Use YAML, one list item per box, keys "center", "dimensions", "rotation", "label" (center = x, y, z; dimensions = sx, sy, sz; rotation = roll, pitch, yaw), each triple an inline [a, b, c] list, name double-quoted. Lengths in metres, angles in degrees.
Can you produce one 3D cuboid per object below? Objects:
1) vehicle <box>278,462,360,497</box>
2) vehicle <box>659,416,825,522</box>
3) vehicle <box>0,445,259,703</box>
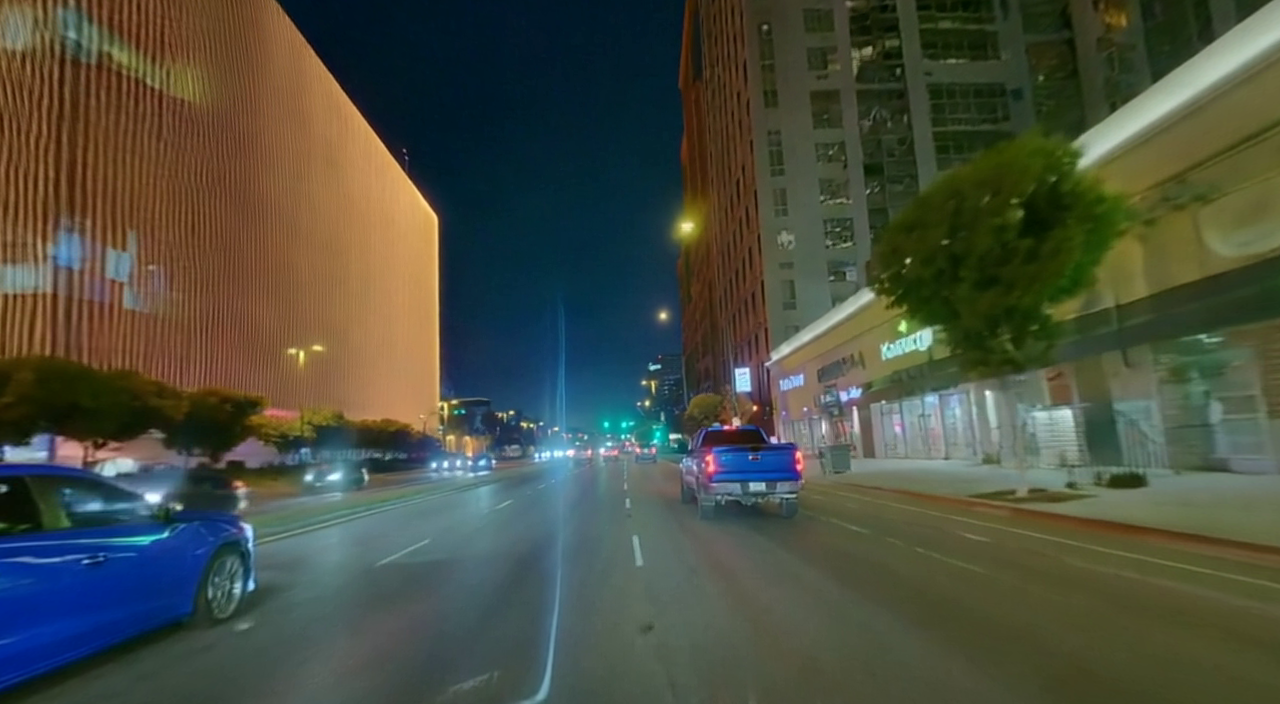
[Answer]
- center: [-15.585, 6.171, 30.959]
  dimensions: [1.826, 1.455, 4.412]
  rotation: [0, -8, -2]
  label: "vehicle"
- center: [1.984, 2.589, 14.620]
  dimensions: [2.590, 1.932, 5.776]
  rotation: [0, -8, -3]
  label: "vehicle"
- center: [-4.037, 1.156, 2.908]
  dimensions: [1.888, 1.424, 4.553]
  rotation: [0, -8, -2]
  label: "vehicle"
